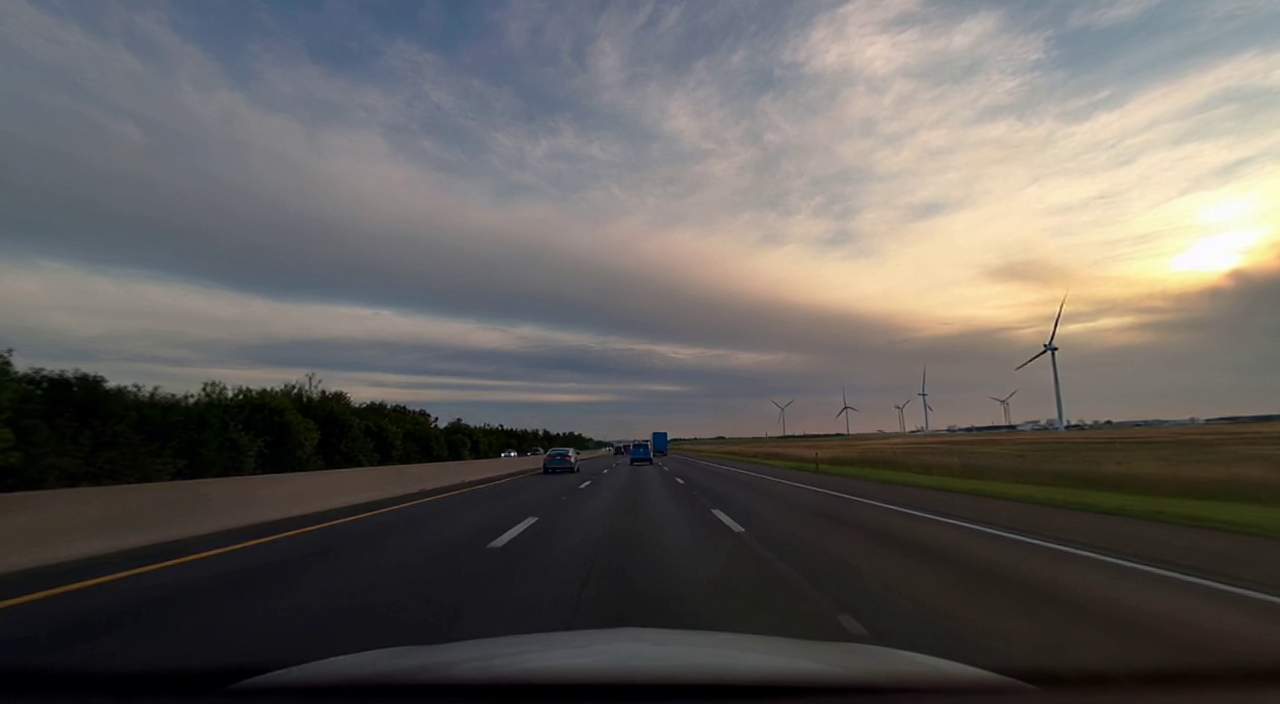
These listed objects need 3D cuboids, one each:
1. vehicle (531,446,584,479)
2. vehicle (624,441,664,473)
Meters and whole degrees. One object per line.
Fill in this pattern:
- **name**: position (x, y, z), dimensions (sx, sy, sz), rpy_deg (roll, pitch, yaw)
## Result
- **vehicle**: position (-3.922, 5.330, 30.673), dimensions (1.984, 1.491, 4.341), rpy_deg (0, -9, 0)
- **vehicle**: position (0.216, 5.938, 35.652), dimensions (2.083, 1.689, 4.083), rpy_deg (0, -9, 0)
